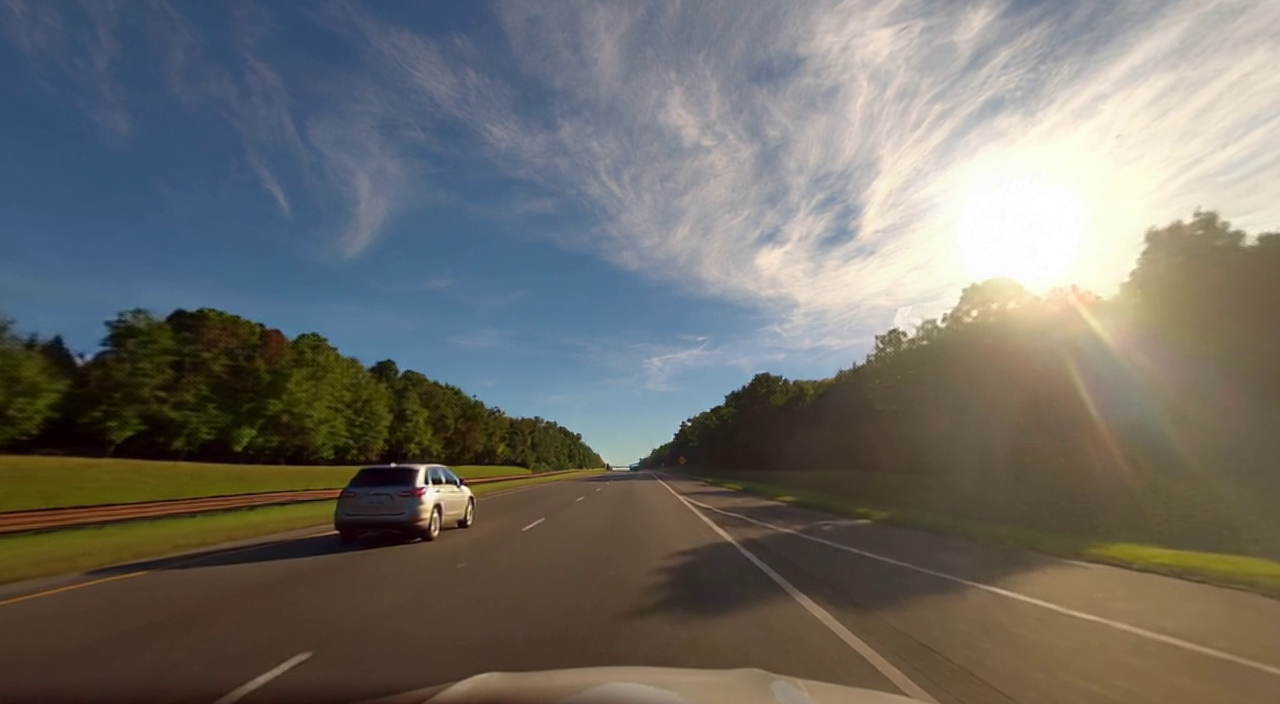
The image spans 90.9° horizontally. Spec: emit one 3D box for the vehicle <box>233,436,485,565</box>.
[{"bbox_3d":[-4.169,2.331,10.484,1.928,1.593,4.871,1,-10,0],"label":"vehicle"}]
